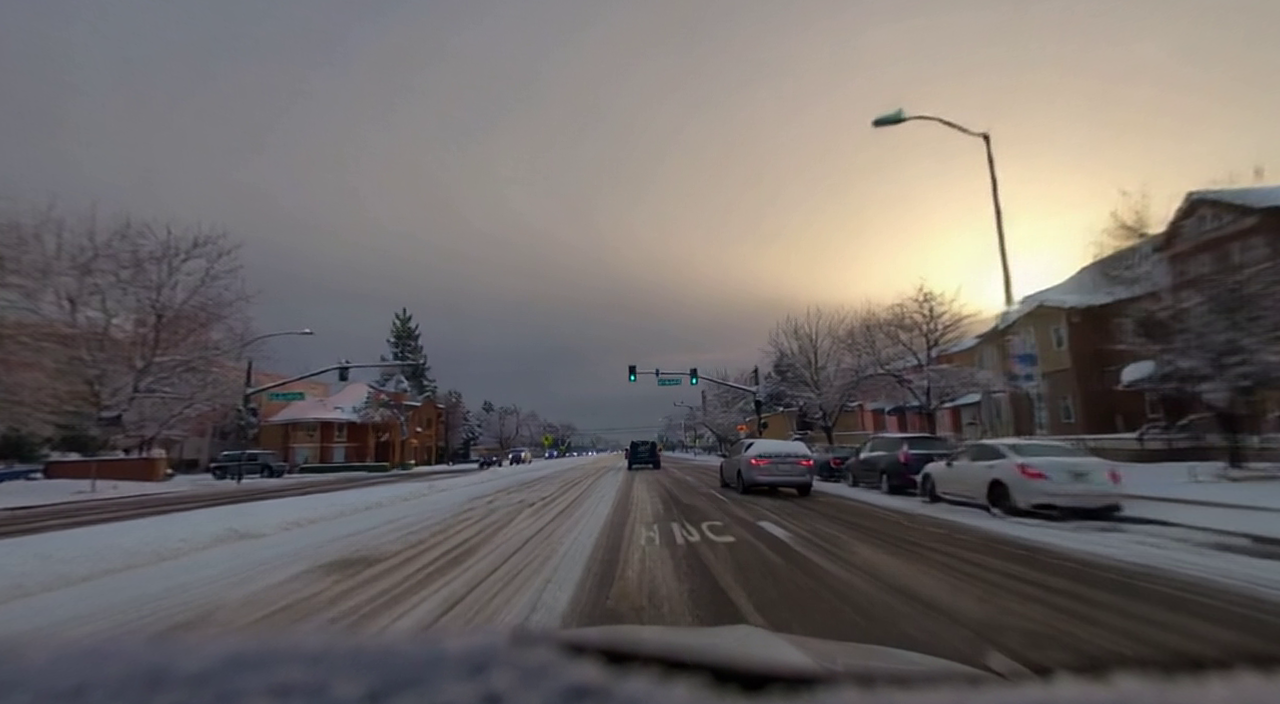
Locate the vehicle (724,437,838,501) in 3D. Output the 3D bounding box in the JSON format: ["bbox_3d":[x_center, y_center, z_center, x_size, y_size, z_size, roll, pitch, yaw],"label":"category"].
[{"bbox_3d":[3.735,3.191,17.562,2.178,1.546,4.311,0,-9,0],"label":"vehicle"}]

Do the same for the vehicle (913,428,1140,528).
[{"bbox_3d":[7.211,2.382,12.405,1.876,1.598,4.171,0,-9,1],"label":"vehicle"}]

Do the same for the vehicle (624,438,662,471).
[{"bbox_3d":[0.160,6.363,39.234,2.239,1.856,4.815,0,-9,-1],"label":"vehicle"}]

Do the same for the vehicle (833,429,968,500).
[{"bbox_3d":[7.171,3.138,17.897,1.934,1.723,4.414,0,-9,0],"label":"vehicle"}]
